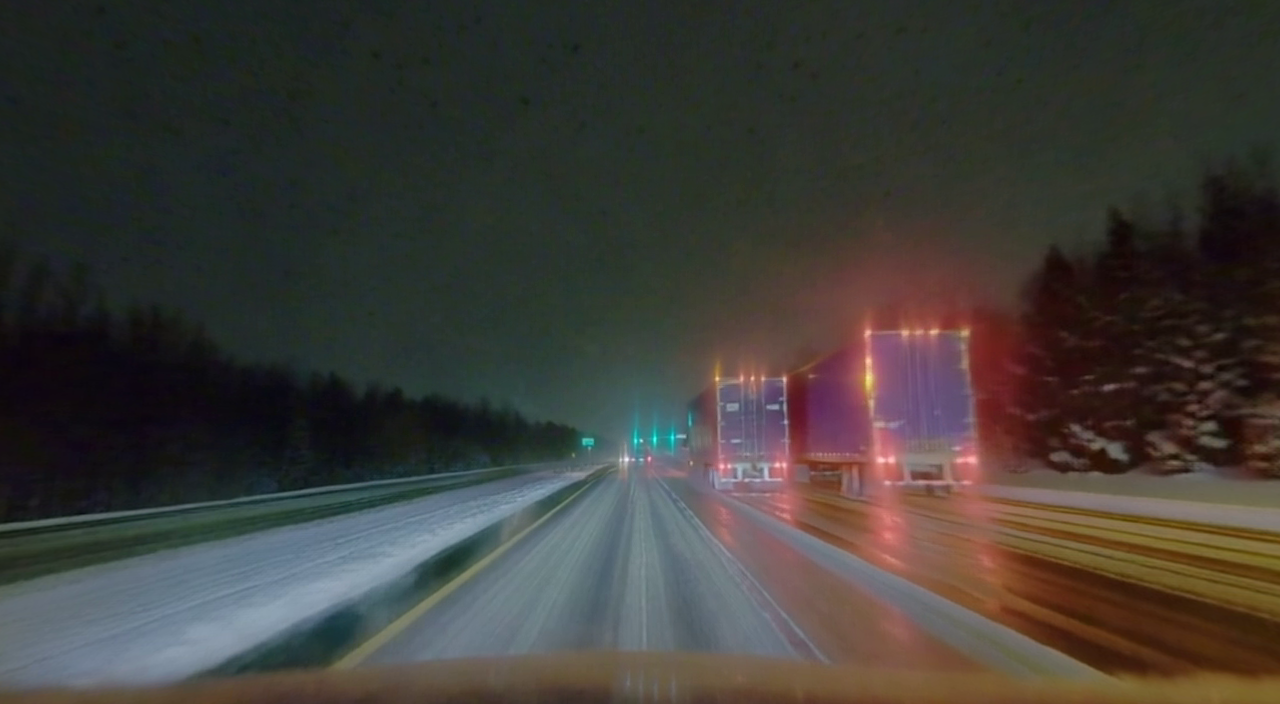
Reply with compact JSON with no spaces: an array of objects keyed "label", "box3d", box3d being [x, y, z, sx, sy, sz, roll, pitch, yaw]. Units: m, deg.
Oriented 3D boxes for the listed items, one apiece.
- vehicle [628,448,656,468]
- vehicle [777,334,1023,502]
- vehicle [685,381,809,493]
[{"label":"vehicle","box3d":[0.188,8.267,49.087,2.083,1.473,3.923,0,-9,0]},{"label":"vehicle","box3d":[7.910,2.554,22.191,3.268,4.172,12.771,-1,-8,1]},{"label":"vehicle","box3d":[3.495,3.138,22.759,2.859,3.332,7.735,0,-9,-2]}]
